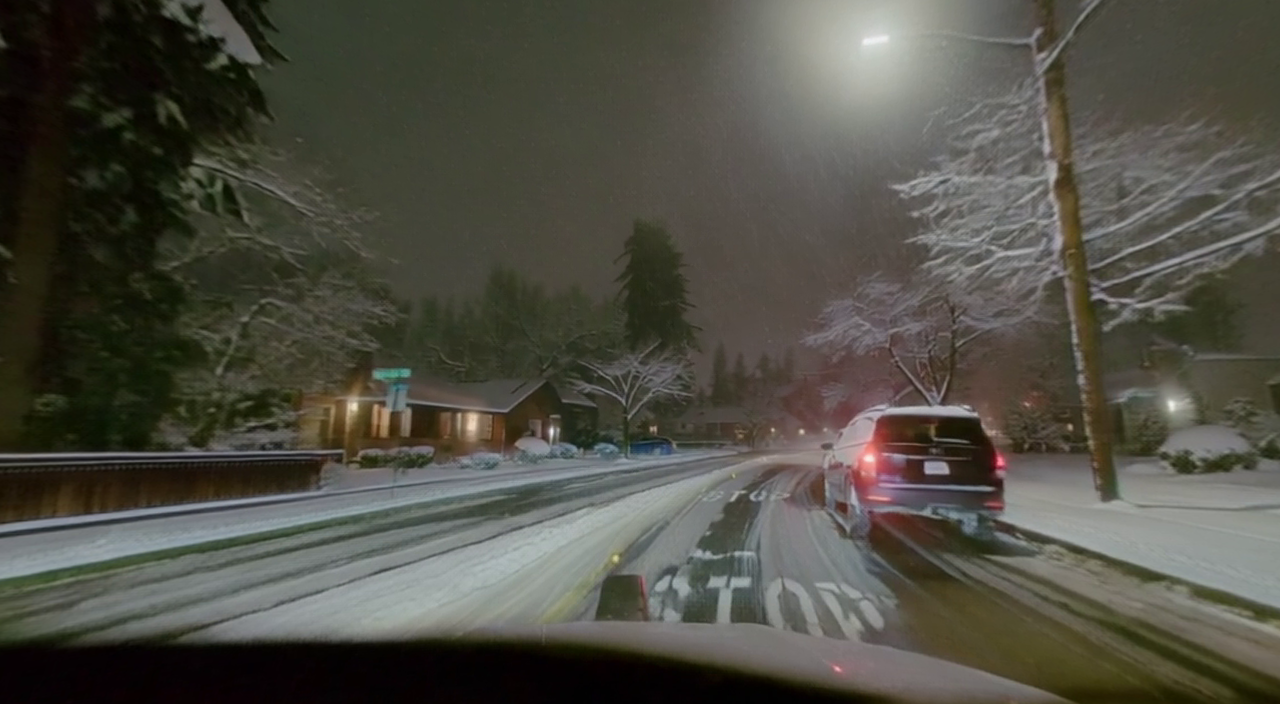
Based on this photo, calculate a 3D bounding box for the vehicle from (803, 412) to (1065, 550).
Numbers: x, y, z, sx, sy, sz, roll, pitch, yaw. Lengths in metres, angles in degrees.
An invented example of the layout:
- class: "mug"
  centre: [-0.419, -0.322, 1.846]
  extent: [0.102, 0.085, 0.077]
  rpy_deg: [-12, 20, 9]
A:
- class: "vehicle"
  centre: [4.220, 1.934, 10.212]
  extent: [2.692, 1.649, 4.689]
  rpy_deg: [-2, -9, 11]
